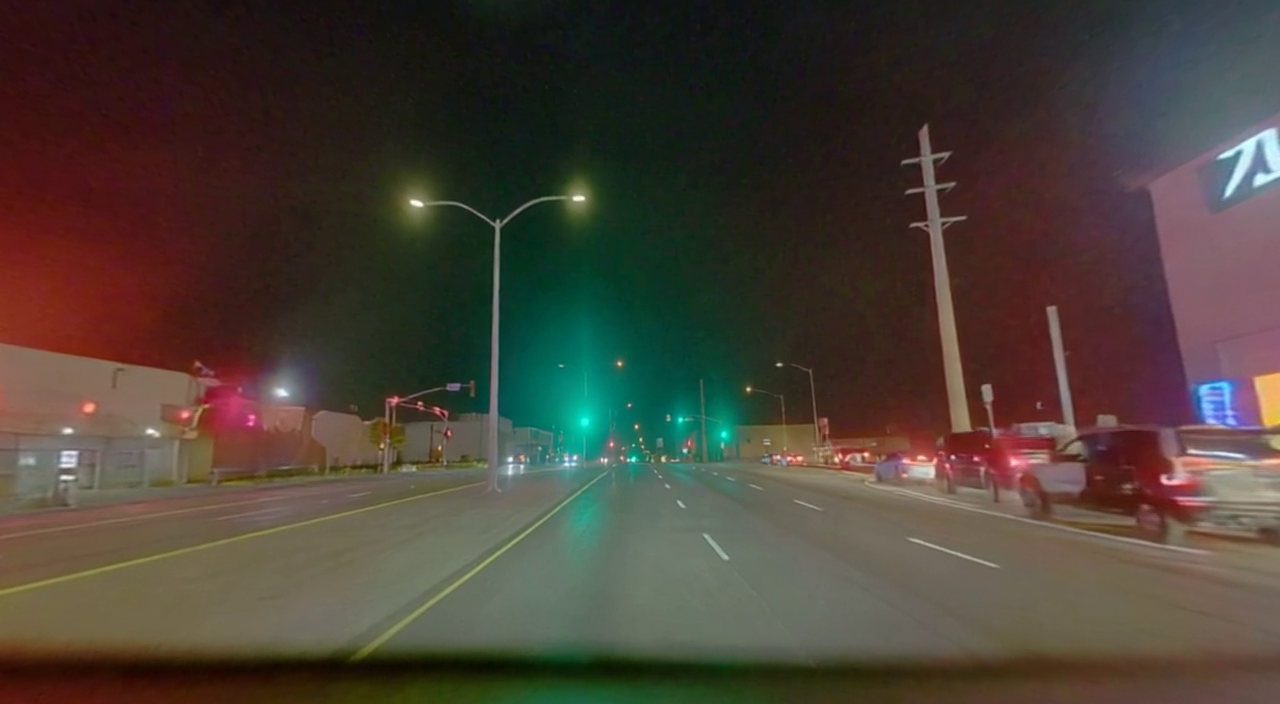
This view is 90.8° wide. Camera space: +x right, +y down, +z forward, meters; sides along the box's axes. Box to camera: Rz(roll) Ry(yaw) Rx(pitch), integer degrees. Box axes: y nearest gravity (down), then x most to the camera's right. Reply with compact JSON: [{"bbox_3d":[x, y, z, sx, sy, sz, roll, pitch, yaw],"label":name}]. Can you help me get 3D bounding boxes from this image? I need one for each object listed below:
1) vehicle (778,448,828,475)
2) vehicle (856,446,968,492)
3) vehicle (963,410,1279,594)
[{"bbox_3d":[9.558,6.425,37.361,1.844,1.449,4.149,0,-9,0],"label":"vehicle"},{"bbox_3d":[9.852,4.226,23.337,1.944,1.499,4.698,0,-9,-1],"label":"vehicle"},{"bbox_3d":[10.229,2.015,10.389,6.229,2.004,6.552,-2,-7,-2],"label":"vehicle"}]
